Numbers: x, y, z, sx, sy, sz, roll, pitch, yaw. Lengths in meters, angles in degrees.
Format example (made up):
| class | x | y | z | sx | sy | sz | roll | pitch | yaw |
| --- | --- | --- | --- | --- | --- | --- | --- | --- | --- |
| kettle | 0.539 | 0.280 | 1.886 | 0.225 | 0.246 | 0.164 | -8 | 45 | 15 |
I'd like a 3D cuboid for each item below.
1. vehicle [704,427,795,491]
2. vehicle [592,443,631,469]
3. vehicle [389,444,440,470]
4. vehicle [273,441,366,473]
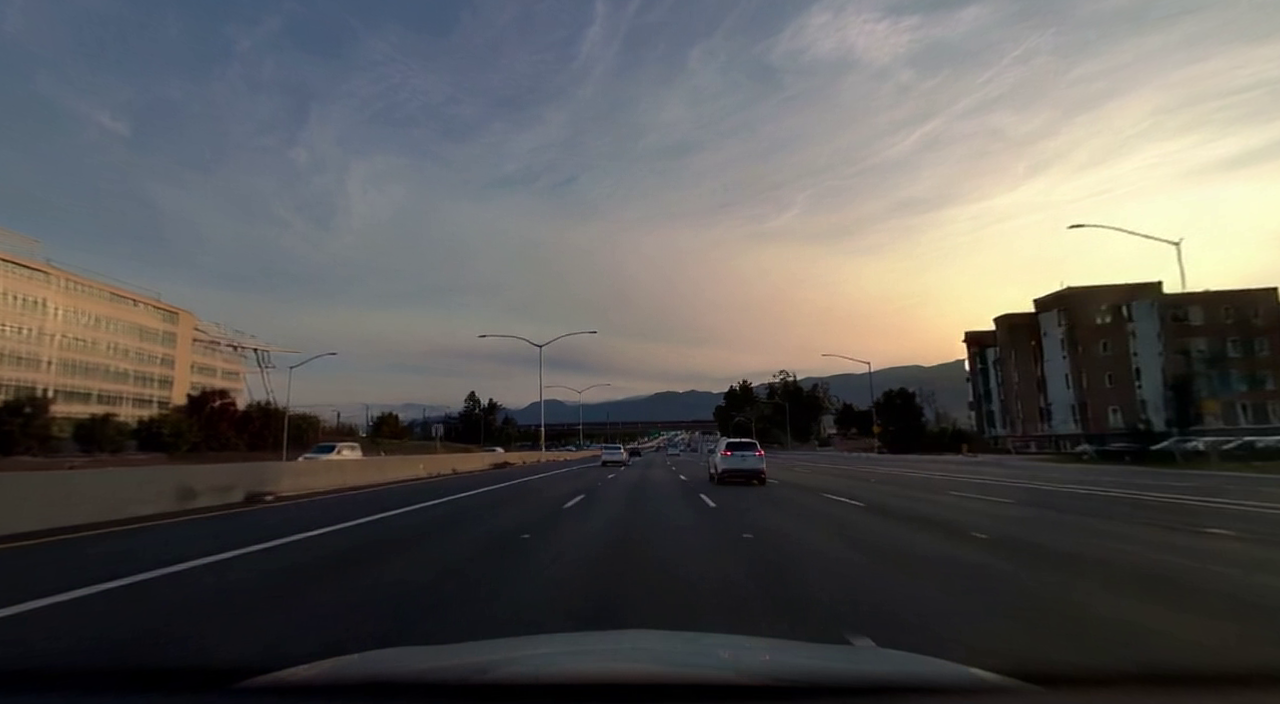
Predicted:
| class | x | y | z | sx | sy | sz | roll | pitch | yaw |
| --- | --- | --- | --- | --- | --- | --- | --- | --- | --- |
| vehicle | 3.487 | 3.517 | 21.070 | 2.148 | 1.852 | 4.835 | 0 | -8 | 0 |
| vehicle | -1.706 | 6.442 | 39.242 | 2.080 | 1.542 | 4.718 | -1 | -8 | 2 |
| vehicle | -12.365 | 5.752 | 34.715 | 1.444 | 1.317 | 3.299 | -1 | -8 | 2 |
| vehicle | -18.693 | 6.138 | 37.154 | 2.451 | 1.688 | 5.617 | 0 | -9 | 1 |
